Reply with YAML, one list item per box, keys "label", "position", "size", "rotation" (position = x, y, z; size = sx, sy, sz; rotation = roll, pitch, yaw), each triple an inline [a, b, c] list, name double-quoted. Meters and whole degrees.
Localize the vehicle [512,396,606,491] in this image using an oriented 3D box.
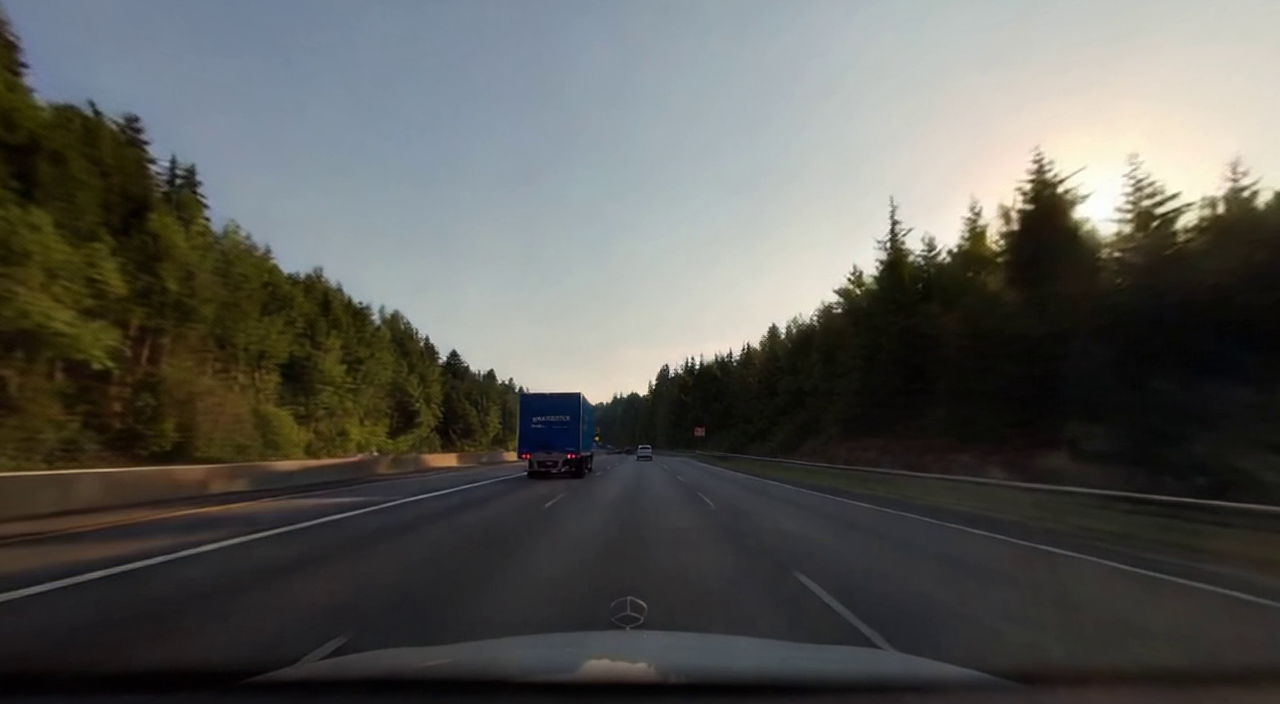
- label: "vehicle"
  position: [-2.906, 3.584, 24.660]
  size: [2.695, 3.151, 6.885]
  rotation: [0, -9, 0]
